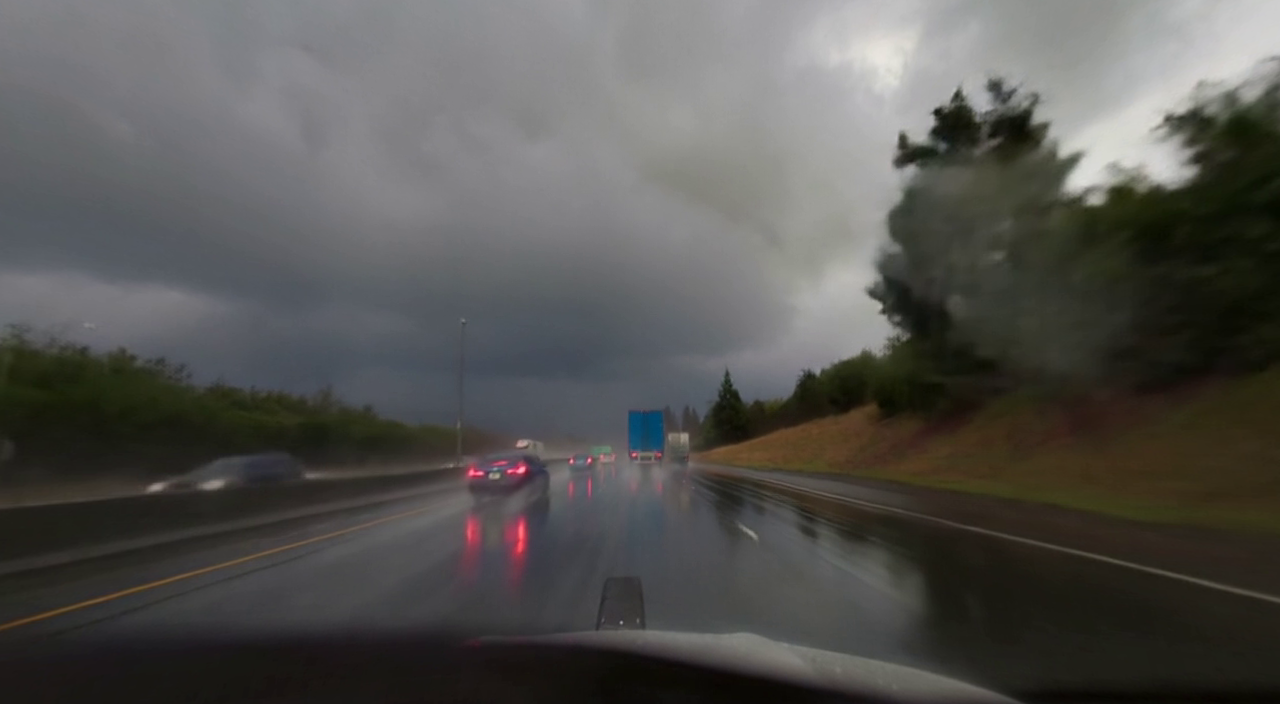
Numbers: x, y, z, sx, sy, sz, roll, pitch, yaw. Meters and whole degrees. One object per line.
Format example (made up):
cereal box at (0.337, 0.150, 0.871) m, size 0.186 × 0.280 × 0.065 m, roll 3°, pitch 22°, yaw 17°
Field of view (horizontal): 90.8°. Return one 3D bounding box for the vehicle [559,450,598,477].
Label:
vehicle at (-3.763, 6.922, 39.412) m, size 2.051 × 1.537 × 4.111 m, roll 0°, pitch -9°, yaw 0°

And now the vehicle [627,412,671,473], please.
vehicle at (0.593, 6.897, 47.816) m, size 2.919 × 4.048 × 11.010 m, roll 0°, pitch -9°, yaw 0°

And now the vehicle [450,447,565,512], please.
vehicle at (-3.367, 3.347, 17.145) m, size 2.053 × 1.489 × 4.740 m, roll 0°, pitch -9°, yaw 1°
